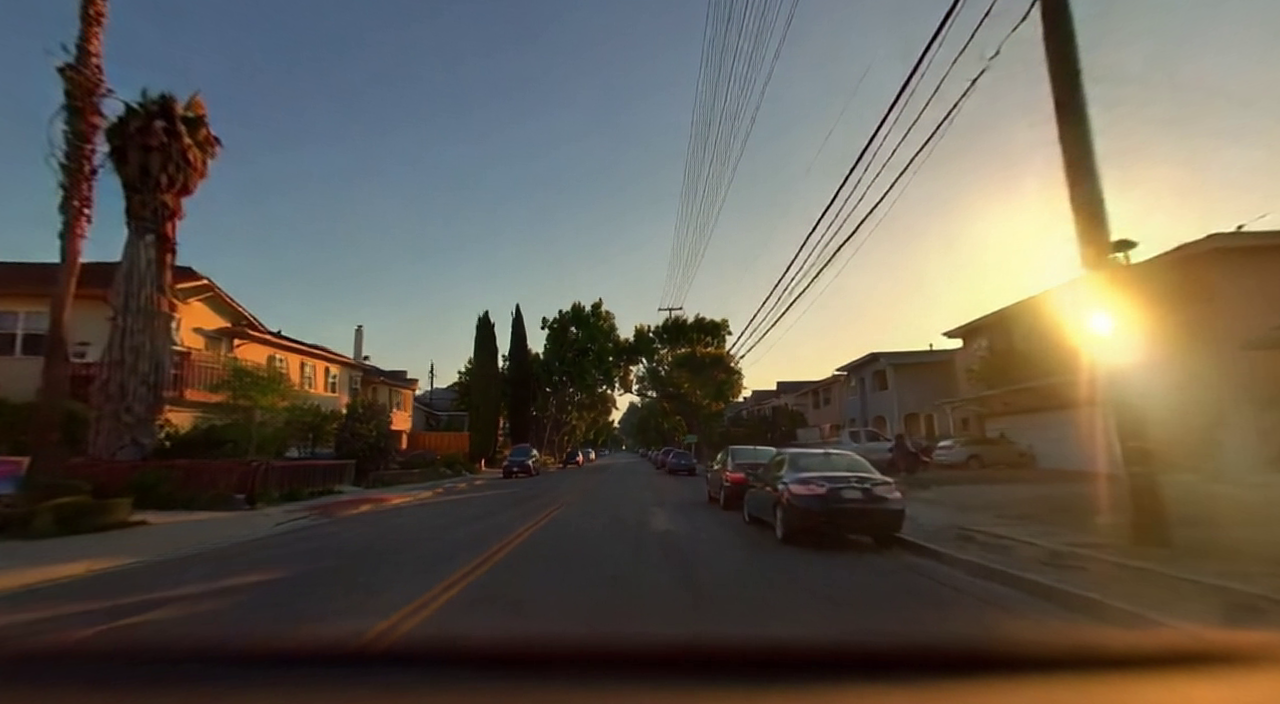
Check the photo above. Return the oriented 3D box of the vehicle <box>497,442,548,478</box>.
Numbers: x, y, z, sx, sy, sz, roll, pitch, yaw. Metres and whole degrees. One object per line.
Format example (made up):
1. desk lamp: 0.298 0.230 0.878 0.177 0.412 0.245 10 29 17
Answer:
1. vehicle: -6.932 6.504 37.690 2.156 1.932 4.518 -2 -11 1

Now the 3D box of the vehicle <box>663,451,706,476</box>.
1. vehicle: 2.453 6.264 35.592 1.827 1.286 3.684 1 -8 -5

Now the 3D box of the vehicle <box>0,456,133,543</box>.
1. vehicle: -12.331 2.662 11.731 4.274 1.422 1.797 0 -8 2

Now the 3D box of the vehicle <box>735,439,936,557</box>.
1. vehicle: 2.788 2.145 10.008 1.870 1.490 3.802 0 -8 -2

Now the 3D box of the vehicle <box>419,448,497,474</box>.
1. vehicle: -12.120 7.289 42.320 4.529 1.677 2.204 0 -8 0
